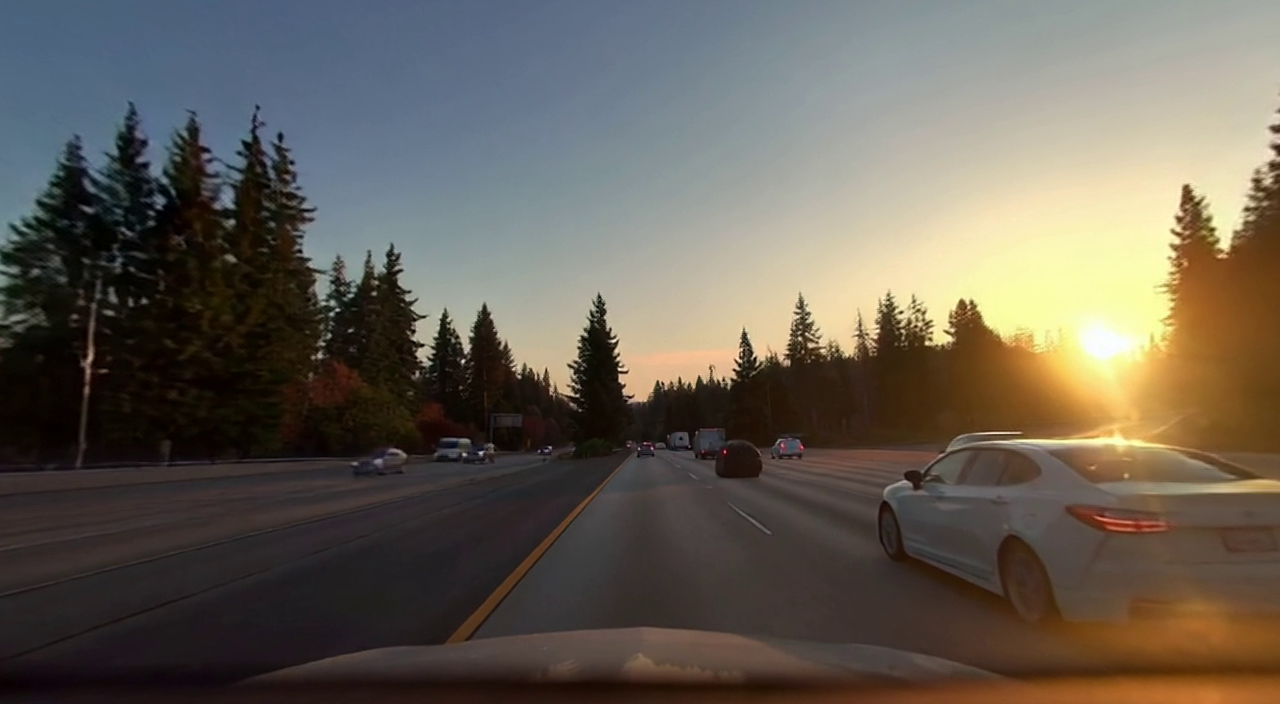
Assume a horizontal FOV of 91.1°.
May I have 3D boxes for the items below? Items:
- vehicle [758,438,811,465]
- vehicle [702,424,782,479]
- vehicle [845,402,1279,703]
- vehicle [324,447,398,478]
[{"bbox_3d":[8.532,5.914,37.541,2.002,1.500,4.715,0,-8,0],"label":"vehicle"},{"bbox_3d":[3.821,3.865,24.641,2.206,1.902,5.460,0,-8,0],"label":"vehicle"},{"bbox_3d":[3.344,1.269,4.834,1.904,1.453,4.789,0,-8,0],"label":"vehicle"},{"bbox_3d":[-14.804,5.841,33.587,1.867,1.465,4.482,-1,-8,1],"label":"vehicle"}]
